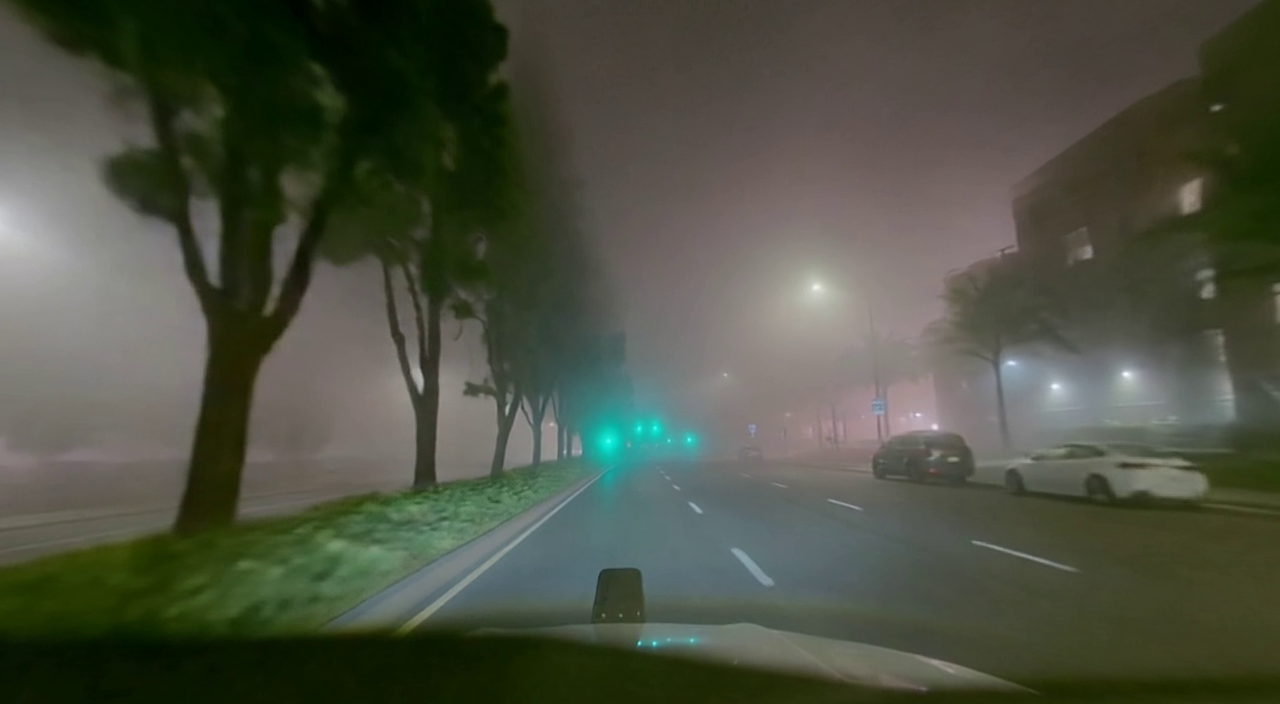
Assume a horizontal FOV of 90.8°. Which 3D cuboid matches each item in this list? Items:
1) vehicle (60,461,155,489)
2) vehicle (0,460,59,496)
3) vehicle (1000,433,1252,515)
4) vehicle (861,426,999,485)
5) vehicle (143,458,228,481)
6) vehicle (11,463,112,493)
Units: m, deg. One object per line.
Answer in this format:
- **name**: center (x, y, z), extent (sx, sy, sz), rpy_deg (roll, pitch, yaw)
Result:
- **vehicle**: center (-31.507, 7.271, 37.445), extent (3.899, 1.490, 1.970), rpy_deg (-1, -8, 4)
- **vehicle**: center (-32.268, 6.327, 31.980), extent (3.953, 1.672, 1.984), rpy_deg (-1, -9, 9)
- **vehicle**: center (10.147, 2.550, 13.785), extent (1.964, 1.477, 4.459), rpy_deg (0, -8, 0)
- **vehicle**: center (9.928, 3.593, 22.207), extent (2.272, 1.843, 4.913), rpy_deg (0, -8, -3)
- **vehicle**: center (-30.826, 7.960, 42.917), extent (4.289, 1.480, 1.890), rpy_deg (0, -8, 1)
- **vehicle**: center (-31.617, 6.879, 34.591), extent (3.717, 1.490, 1.956), rpy_deg (-1, -8, 5)
